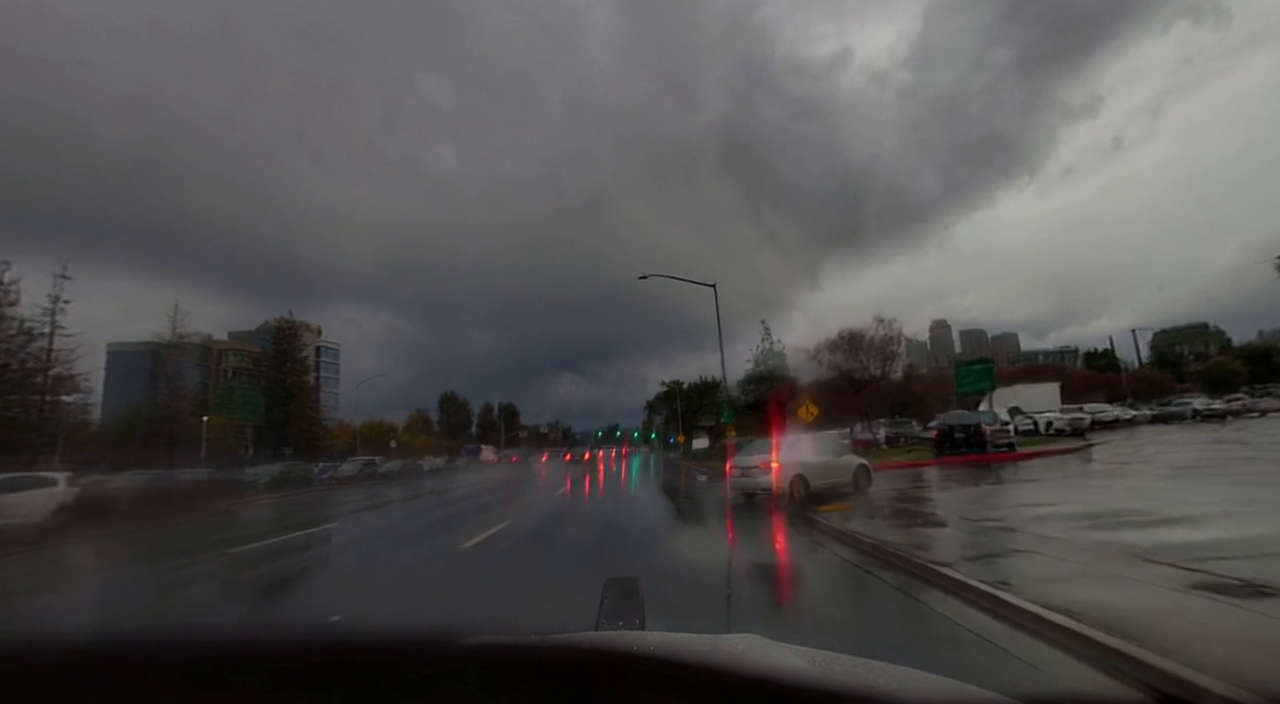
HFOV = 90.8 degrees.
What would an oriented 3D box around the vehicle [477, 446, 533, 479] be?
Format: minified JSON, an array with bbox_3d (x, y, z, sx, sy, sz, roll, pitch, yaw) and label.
[{"bbox_3d":[-7.544,6.212,35.747,2.054,1.744,4.422,0,-9,1],"label":"vehicle"}]

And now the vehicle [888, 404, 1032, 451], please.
[{"bbox_3d":[14.233,3.421,28.388,5.161,1.993,2.293,0,-9,2],"label":"vehicle"}]

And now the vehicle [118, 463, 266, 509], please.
[{"bbox_3d":[-16.659,4.989,23.879,1.981,1.431,4.862,0,-9,1],"label":"vehicle"}]

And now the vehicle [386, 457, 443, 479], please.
[{"bbox_3d":[-16.289,8.383,45.952,2.162,1.480,5.017,0,-9,1],"label":"vehicle"}]

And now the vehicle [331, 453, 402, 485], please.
[{"bbox_3d":[-16.374,6.981,38.082,2.073,1.749,4.770,0,-9,1],"label":"vehicle"}]

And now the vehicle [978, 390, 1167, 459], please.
[{"bbox_3d":[14.868,2.593,21.696,6.193,2.081,2.569,4,-10,-27],"label":"vehicle"}]

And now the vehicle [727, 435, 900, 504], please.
[{"bbox_3d":[4.565,2.959,16.323,4.504,1.513,2.208,8,-12,-42],"label":"vehicle"}]

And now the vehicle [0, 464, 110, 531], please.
[{"bbox_3d":[-17.228,3.869,16.940,2.084,1.624,4.486,0,-9,1],"label":"vehicle"}]

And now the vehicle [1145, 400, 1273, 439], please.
[{"bbox_3d":[27.425,3.336,30.703,1.992,1.498,4.667,-5,-9,4],"label":"vehicle"}]

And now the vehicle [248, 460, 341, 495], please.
[{"bbox_3d":[-16.405,5.953,30.266,1.849,1.472,4.441,0,-9,1],"label":"vehicle"}]

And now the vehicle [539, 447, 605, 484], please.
[{"bbox_3d":[-2.950,5.027,28.379,2.235,1.500,4.420,0,-9,3],"label":"vehicle"}]
